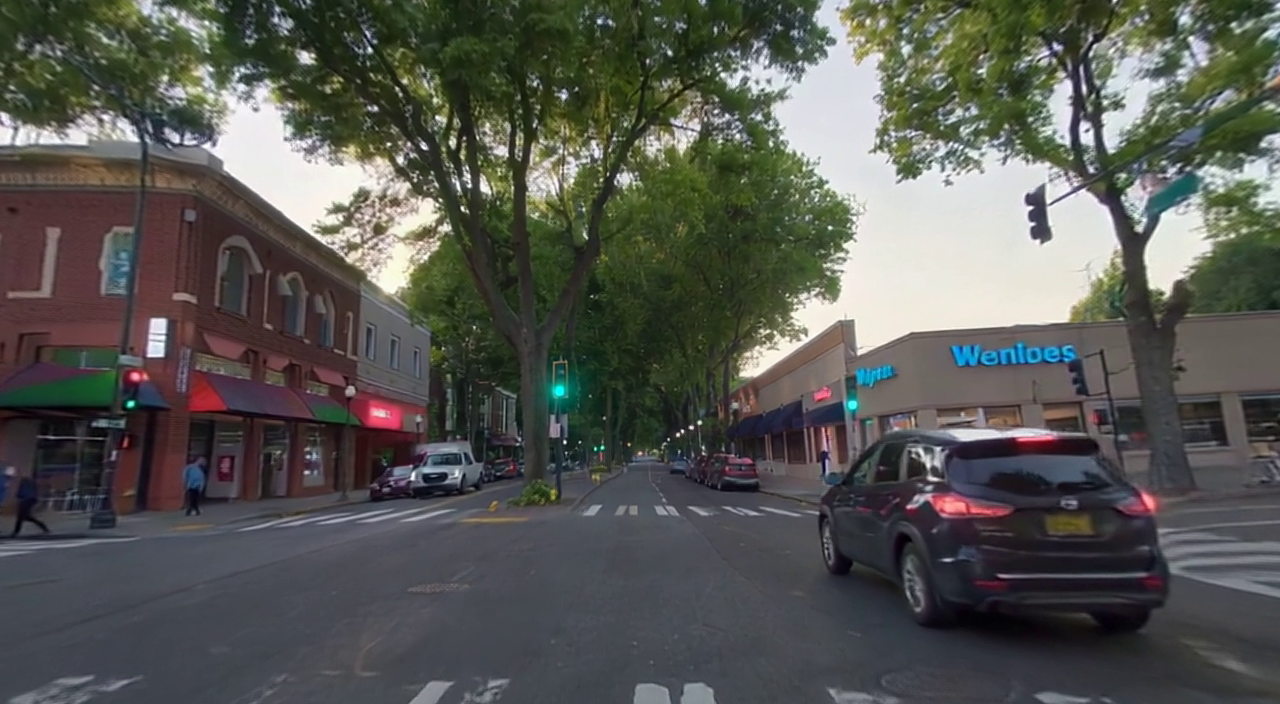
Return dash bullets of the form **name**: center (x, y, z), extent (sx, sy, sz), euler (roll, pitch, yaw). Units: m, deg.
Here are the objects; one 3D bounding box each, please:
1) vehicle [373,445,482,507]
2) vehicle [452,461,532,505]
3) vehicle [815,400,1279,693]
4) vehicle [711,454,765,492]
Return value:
- **vehicle**: center (-8.753, 5.107, 26.769), extent (2.489, 2.323, 5.843), euler (0, -8, 1)
- **vehicle**: center (-5.729, 5.122, 25.020), extent (1.983, 1.438, 4.559), euler (0, -8, 1)
- **vehicle**: center (2.739, 1.318, 5.083), extent (1.822, 1.654, 2.794), euler (0, -8, 0)
- **vehicle**: center (5.200, 6.479, 34.143), extent (2.010, 1.844, 4.386), euler (0, -8, -2)
